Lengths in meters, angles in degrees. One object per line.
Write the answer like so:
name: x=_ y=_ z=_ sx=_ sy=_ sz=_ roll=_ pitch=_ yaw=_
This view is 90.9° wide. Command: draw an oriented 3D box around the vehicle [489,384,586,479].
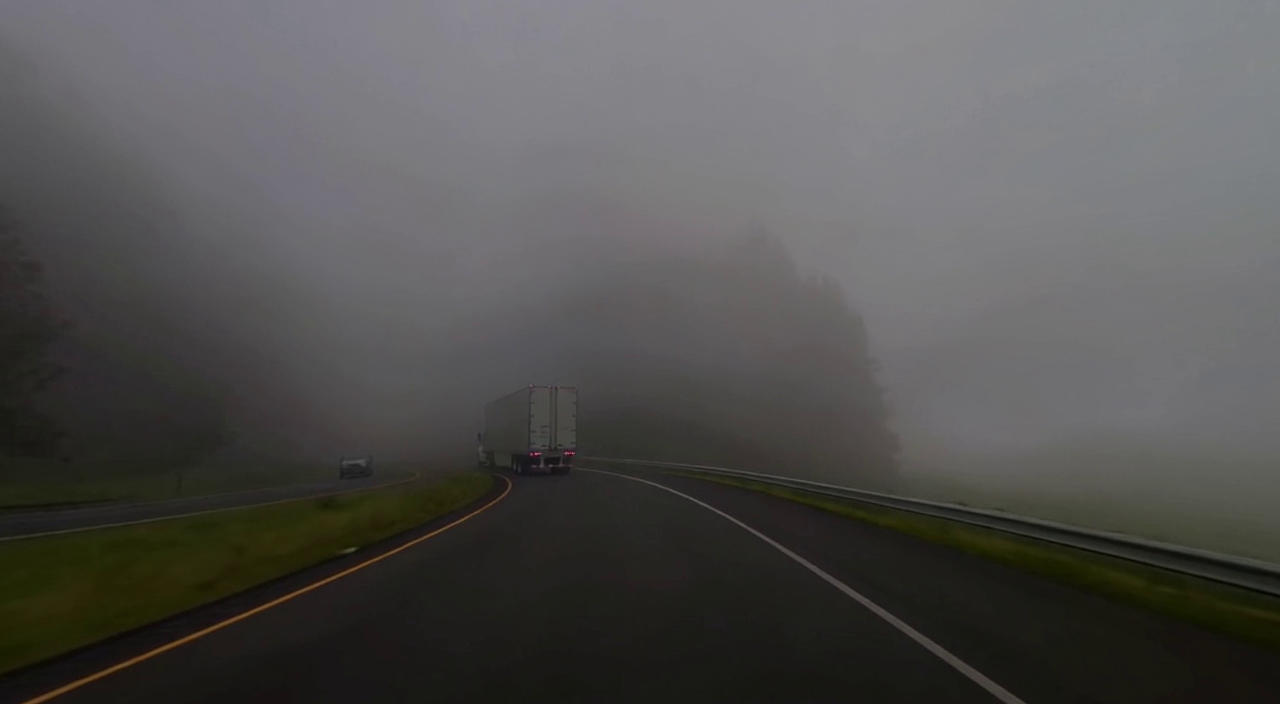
vehicle: x=-6.117 y=4.436 z=34.838 sx=3.087 sy=4.178 sz=13.682 roll=1 pitch=-8 yaw=-19

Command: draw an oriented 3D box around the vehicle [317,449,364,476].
vehicle: x=-17.926 y=6.568 z=37.598 sx=1.988 sy=1.493 sz=4.333 roll=5 pitch=-10 yaw=-31
